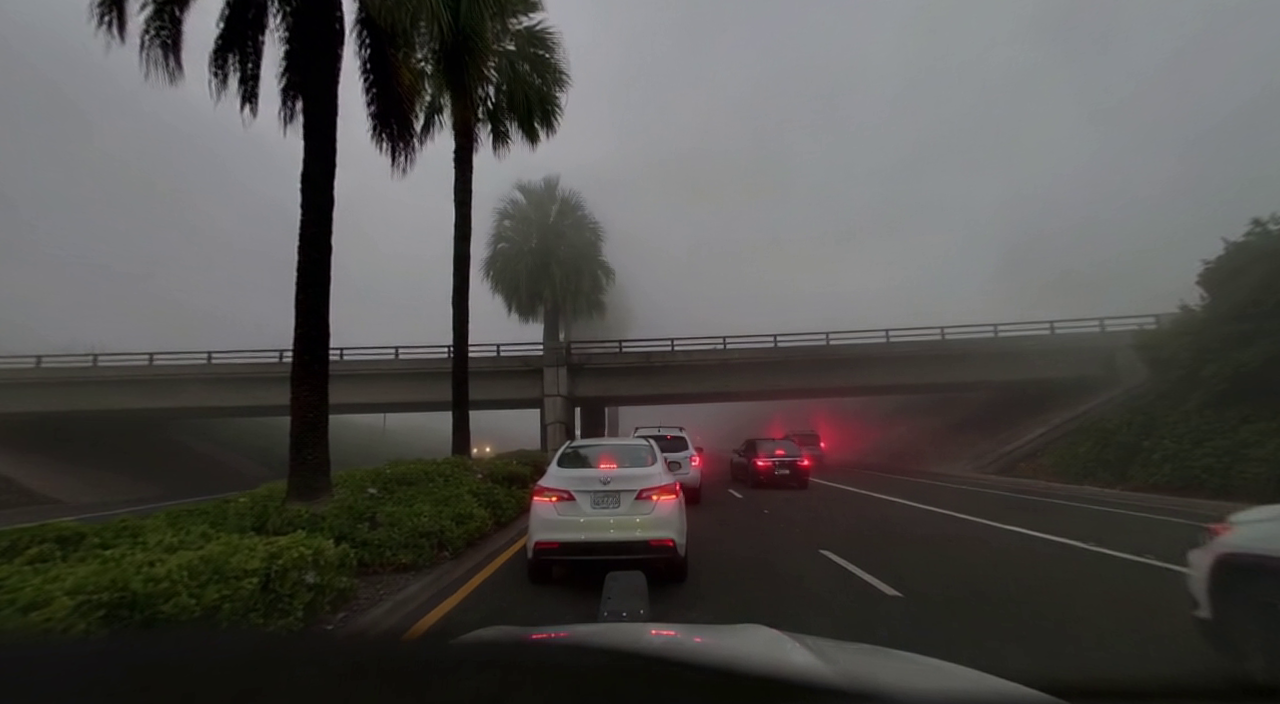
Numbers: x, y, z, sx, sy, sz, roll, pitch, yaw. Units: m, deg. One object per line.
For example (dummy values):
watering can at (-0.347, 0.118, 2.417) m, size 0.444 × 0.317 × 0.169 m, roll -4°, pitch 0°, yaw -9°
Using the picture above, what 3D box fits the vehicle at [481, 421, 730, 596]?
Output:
vehicle at (-0.239, 1.668, 7.561) m, size 2.172 × 1.506 × 4.018 m, roll 0°, pitch -9°, yaw 2°

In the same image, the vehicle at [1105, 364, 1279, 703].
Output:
vehicle at (3.956, 0.660, 1.463) m, size 2.149 × 1.609 × 4.807 m, roll 0°, pitch -9°, yaw 2°

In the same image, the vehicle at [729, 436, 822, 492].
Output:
vehicle at (4.069, 3.430, 19.703) m, size 2.034 × 1.517 × 4.840 m, roll 0°, pitch -8°, yaw 2°
